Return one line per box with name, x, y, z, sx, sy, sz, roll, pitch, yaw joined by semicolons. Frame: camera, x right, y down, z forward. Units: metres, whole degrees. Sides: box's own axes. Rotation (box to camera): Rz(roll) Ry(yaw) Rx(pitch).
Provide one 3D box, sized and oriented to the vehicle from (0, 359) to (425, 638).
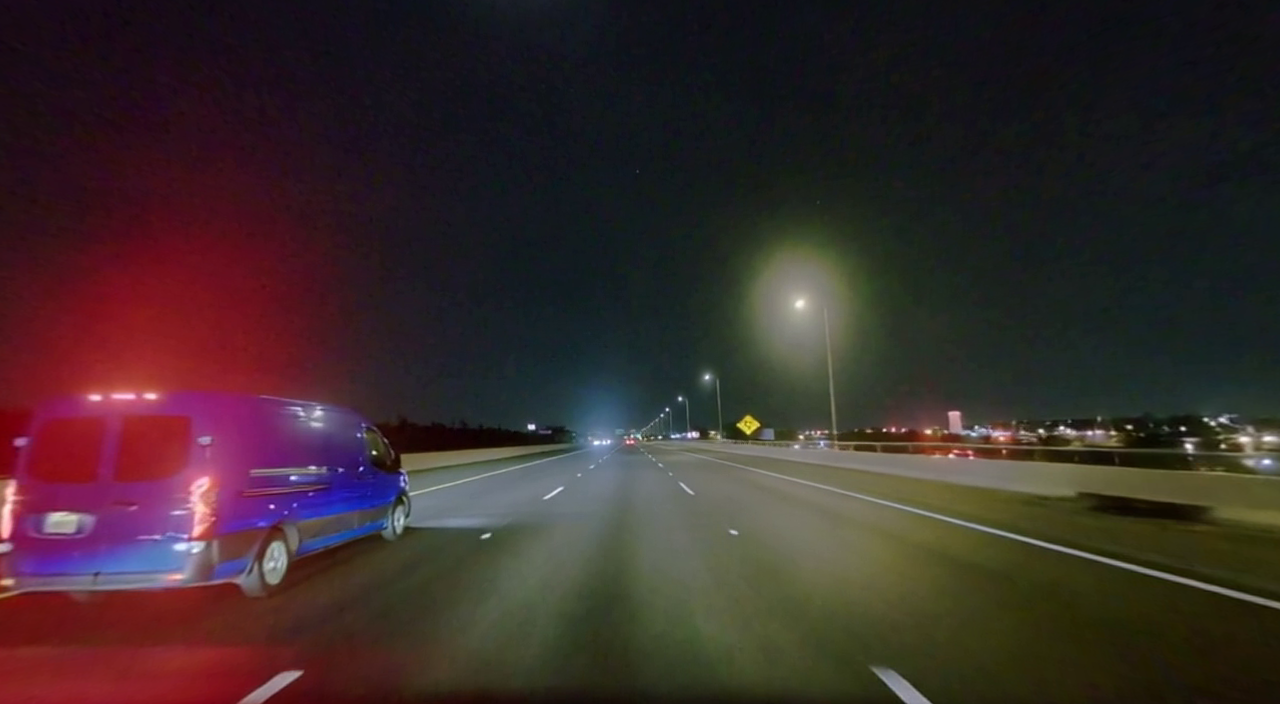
vehicle;-4.162;1.294;6.682;2.104;1.860;4.853;0;-8;-1
